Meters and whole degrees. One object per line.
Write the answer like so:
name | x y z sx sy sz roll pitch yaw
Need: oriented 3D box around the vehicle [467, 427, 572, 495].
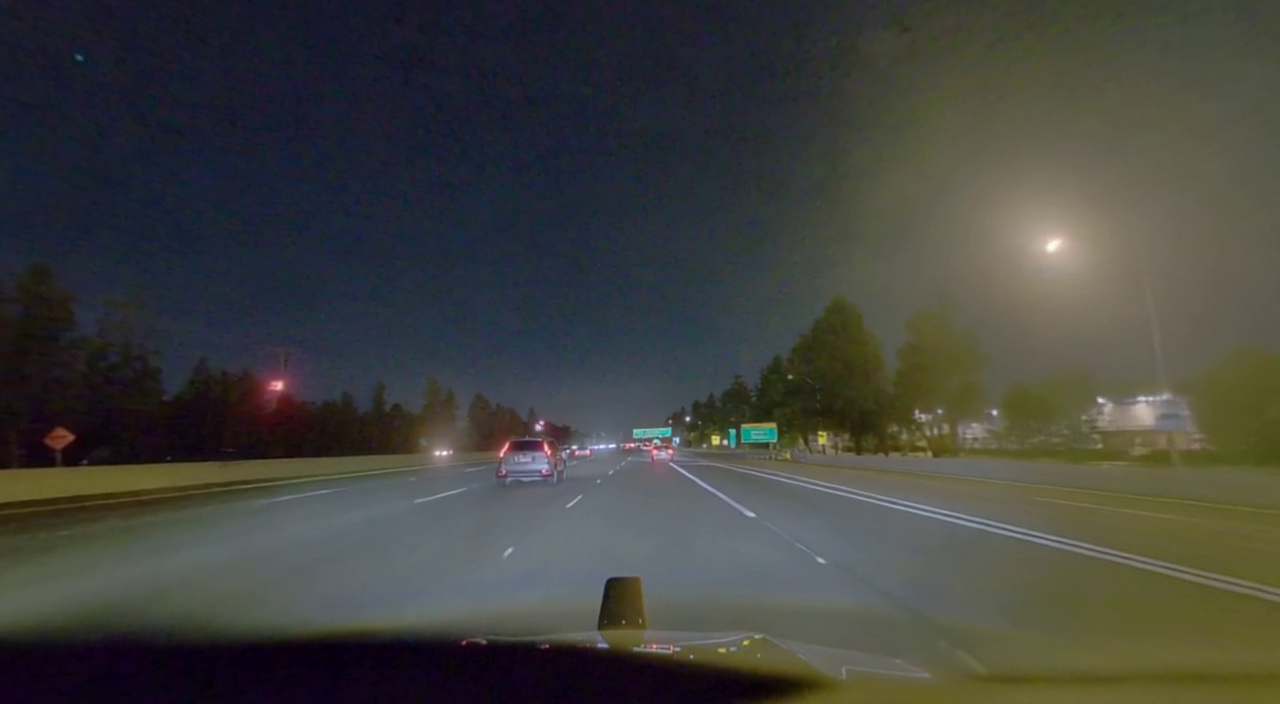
vehicle | -3.399 3.186 18.789 2.214 1.759 4.435 -1 -8 1

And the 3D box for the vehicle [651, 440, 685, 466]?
vehicle | 1.768 6.486 40.693 2.023 1.589 4.030 -1 -8 1
